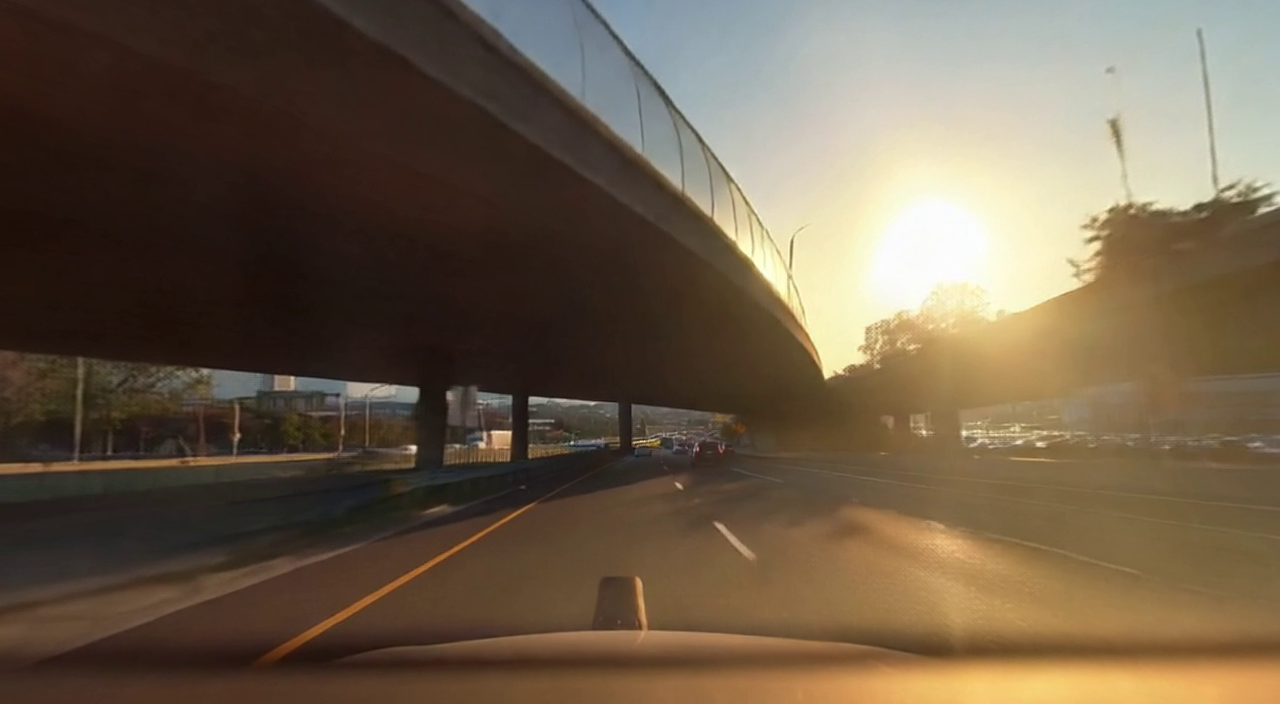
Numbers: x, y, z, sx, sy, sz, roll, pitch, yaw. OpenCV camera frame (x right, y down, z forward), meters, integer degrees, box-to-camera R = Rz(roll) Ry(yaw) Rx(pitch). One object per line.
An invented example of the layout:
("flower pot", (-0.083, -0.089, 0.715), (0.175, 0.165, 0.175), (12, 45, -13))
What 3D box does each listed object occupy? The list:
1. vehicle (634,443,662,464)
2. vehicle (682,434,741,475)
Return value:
("vehicle", (0.597, 7.541, 47.066), (2.046, 1.475, 3.784), (0, -8, 1))
("vehicle", (3.354, 4.930, 30.616), (2.226, 1.779, 4.835), (0, -9, -1))
